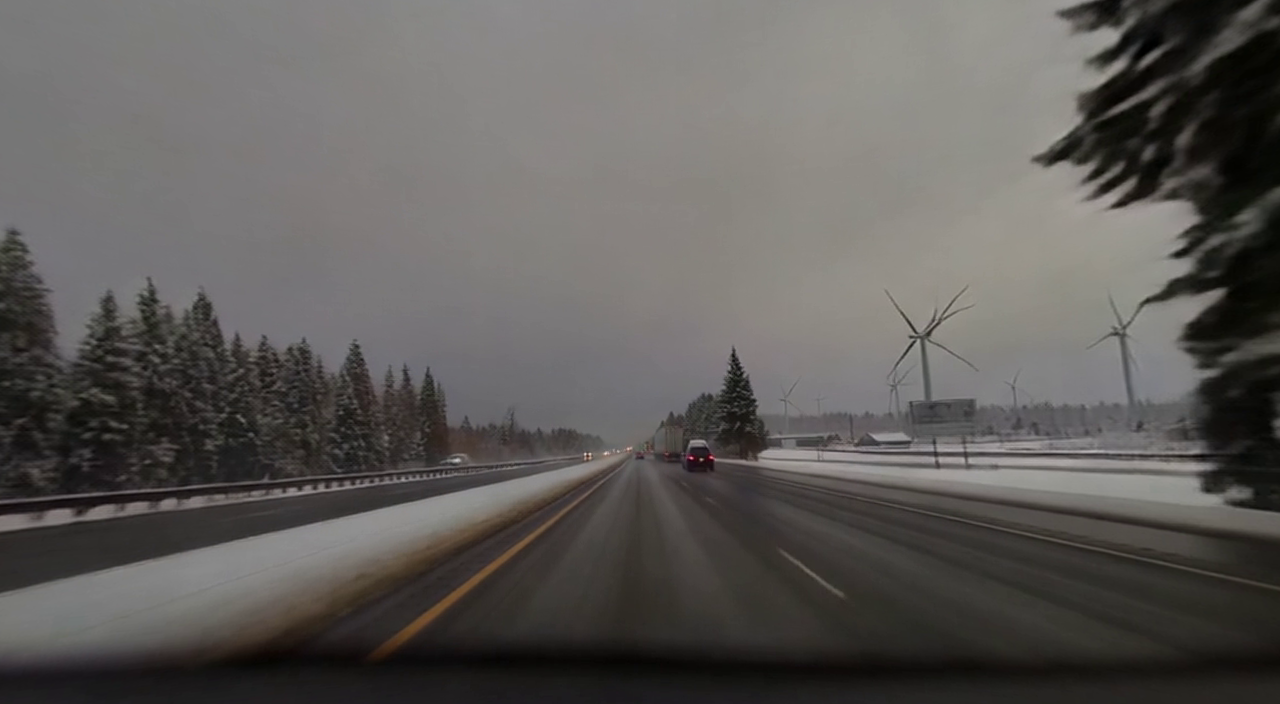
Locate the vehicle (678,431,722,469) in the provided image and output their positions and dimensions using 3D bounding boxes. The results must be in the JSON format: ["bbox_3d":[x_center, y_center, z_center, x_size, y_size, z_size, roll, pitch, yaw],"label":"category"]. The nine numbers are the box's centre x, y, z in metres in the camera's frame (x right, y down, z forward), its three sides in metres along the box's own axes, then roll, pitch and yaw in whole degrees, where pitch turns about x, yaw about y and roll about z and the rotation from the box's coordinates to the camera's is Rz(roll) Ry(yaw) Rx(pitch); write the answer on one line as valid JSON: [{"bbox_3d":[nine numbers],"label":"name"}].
[{"bbox_3d":[4.384,7.338,47.203,2.609,2.648,5.397,0,-9,-2],"label":"vehicle"}]
